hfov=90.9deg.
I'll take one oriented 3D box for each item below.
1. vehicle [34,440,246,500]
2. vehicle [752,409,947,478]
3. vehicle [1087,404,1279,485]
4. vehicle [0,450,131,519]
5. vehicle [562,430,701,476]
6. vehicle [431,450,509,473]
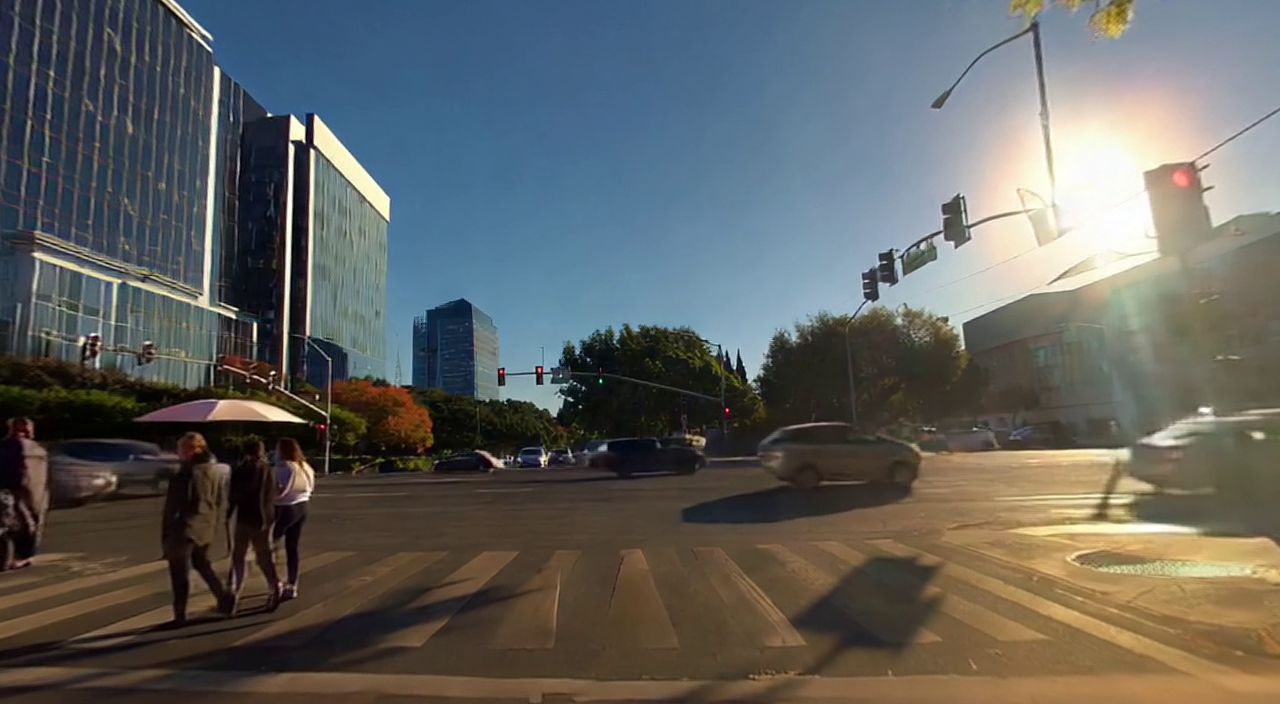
[{"bbox_3d":[-15.415,3.637,19.624,4.972,1.696,2.148,-1,-9,6],"label":"vehicle"},{"bbox_3d":[5.556,2.538,17.371,4.673,1.740,2.150,-1,-9,6],"label":"vehicle"},{"bbox_3d":[12.032,1.824,12.494,4.715,1.472,1.905,-1,-9,6],"label":"vehicle"},{"bbox_3d":[-15.477,3.170,15.344,4.808,1.517,1.806,-1,-9,6],"label":"vehicle"},{"bbox_3d":[-0.218,3.478,21.749,4.606,1.479,1.821,-1,-9,6],"label":"vehicle"},{"bbox_3d":[-11.243,7.236,41.763,4.608,1.481,1.815,-1,-9,6],"label":"vehicle"}]
